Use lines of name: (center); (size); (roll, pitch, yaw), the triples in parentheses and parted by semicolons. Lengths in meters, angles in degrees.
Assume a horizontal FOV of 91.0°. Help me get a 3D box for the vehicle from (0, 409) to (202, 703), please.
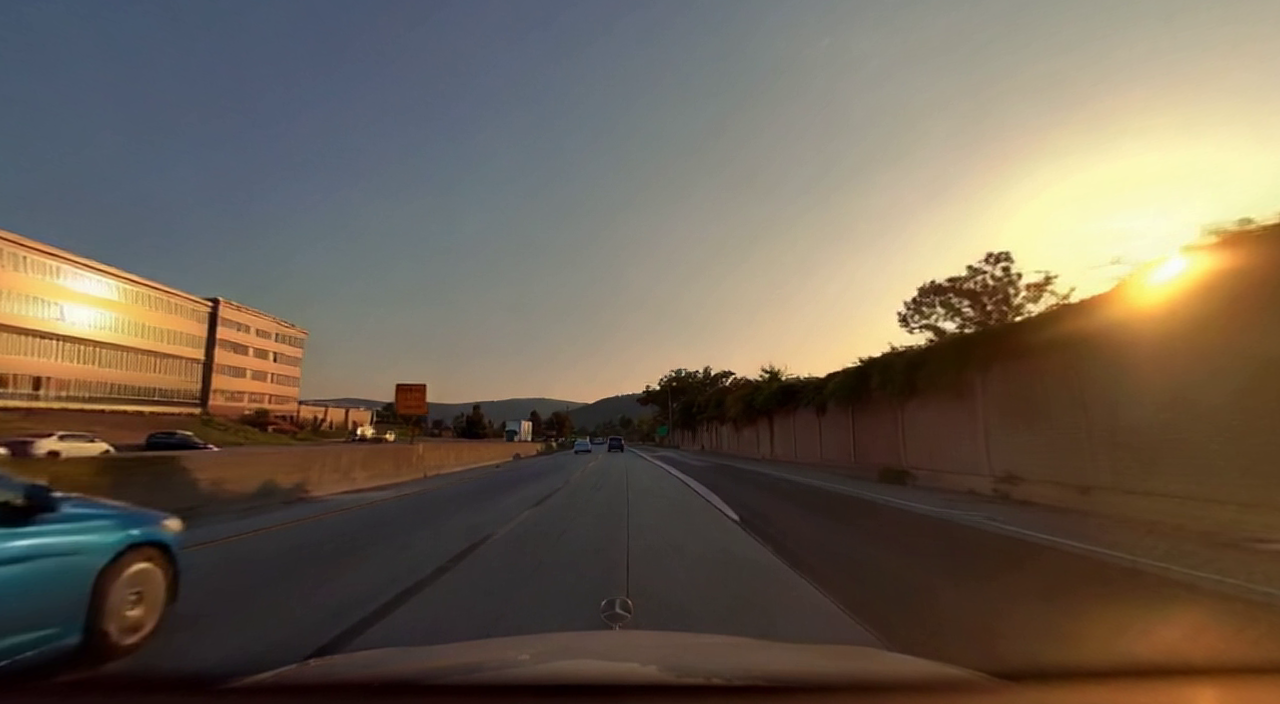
vehicle: (-3.659, 0.860, 1.756); (1.916, 1.451, 4.166); (0, -8, -1)
